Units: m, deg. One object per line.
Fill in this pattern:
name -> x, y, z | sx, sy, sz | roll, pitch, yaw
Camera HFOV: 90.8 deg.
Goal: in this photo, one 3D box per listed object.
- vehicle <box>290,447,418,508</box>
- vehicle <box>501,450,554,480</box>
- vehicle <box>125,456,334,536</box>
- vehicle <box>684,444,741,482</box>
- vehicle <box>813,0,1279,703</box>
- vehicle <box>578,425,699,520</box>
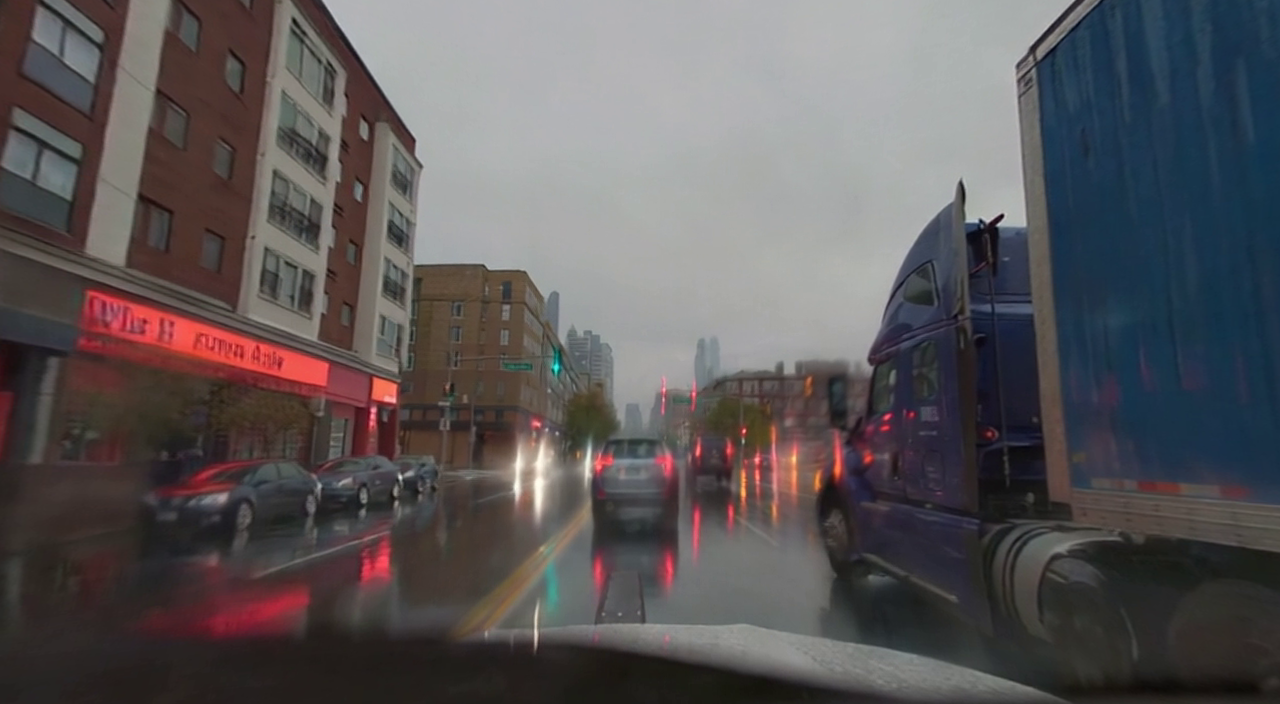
vehicle -> -8.900, 3.887, 20.179 | 2.084, 1.686, 4.422 | 0, -8, -1
vehicle -> -5.902, 5.994, 33.785 | 1.947, 1.462, 4.640 | 0, -8, 1
vehicle -> -8.773, 3.065, 14.076 | 1.805, 1.379, 4.359 | 0, -8, -2
vehicle -> 3.406, 5.280, 30.453 | 2.159, 1.696, 4.316 | 0, -8, -1
vehicle -> 3.289, -0.191, 1.759 | 2.913, 3.771, 9.716 | 0, -8, 0
vehicle -> 0.012, 2.608, 14.228 | 2.283, 1.783, 4.548 | 0, -8, 1
